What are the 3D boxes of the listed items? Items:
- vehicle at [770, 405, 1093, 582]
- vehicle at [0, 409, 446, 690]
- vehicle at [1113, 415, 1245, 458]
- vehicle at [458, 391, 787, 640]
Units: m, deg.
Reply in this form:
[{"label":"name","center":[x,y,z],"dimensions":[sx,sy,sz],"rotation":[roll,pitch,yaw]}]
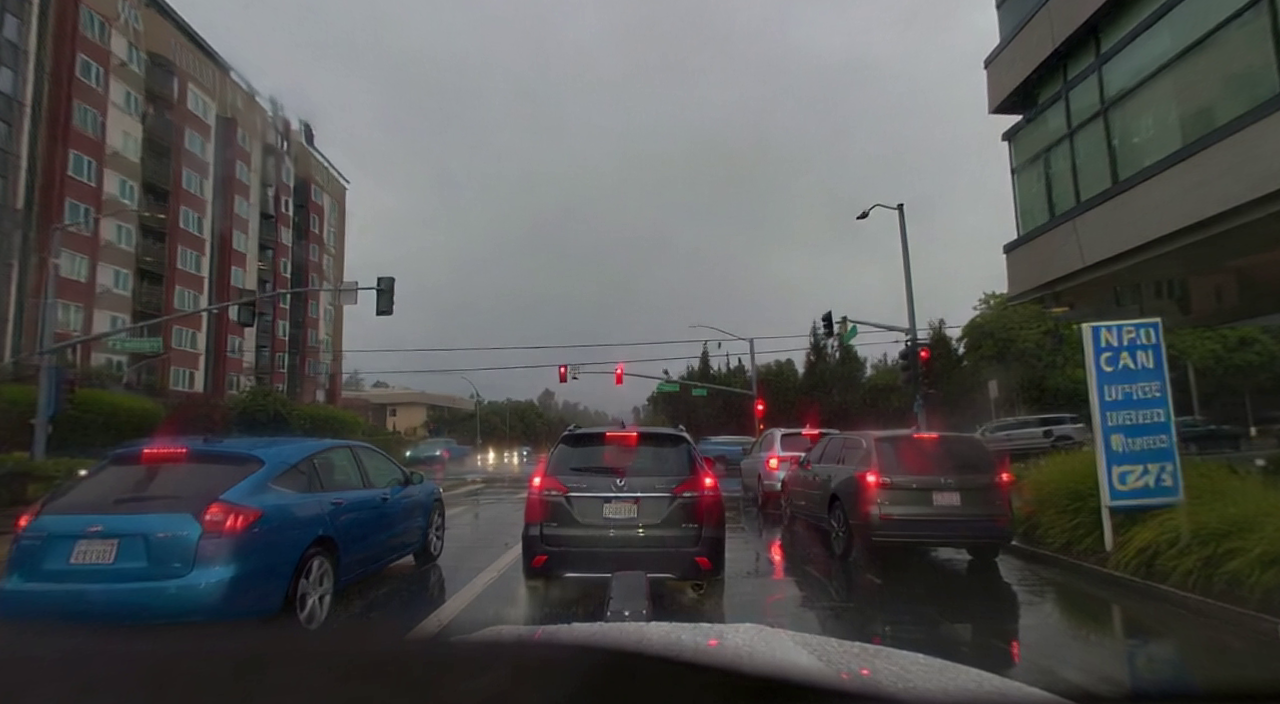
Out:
[{"label":"vehicle","center":[3.211,1.665,8.254],"dimensions":[2.004,1.646,4.554],"rotation":[0,-8,-1]},{"label":"vehicle","center":[-3.549,1.424,5.829],"dimensions":[1.906,1.524,4.547],"rotation":[0,-8,2]},{"label":"vehicle","center":[26.364,4.154,30.932],"dimensions":[4.583,2.019,2.147],"rotation":[1,-9,-6]},{"label":"vehicle","center":[-0.133,1.413,6.441],"dimensions":[2.195,1.662,4.262],"rotation":[0,-8,0]}]
